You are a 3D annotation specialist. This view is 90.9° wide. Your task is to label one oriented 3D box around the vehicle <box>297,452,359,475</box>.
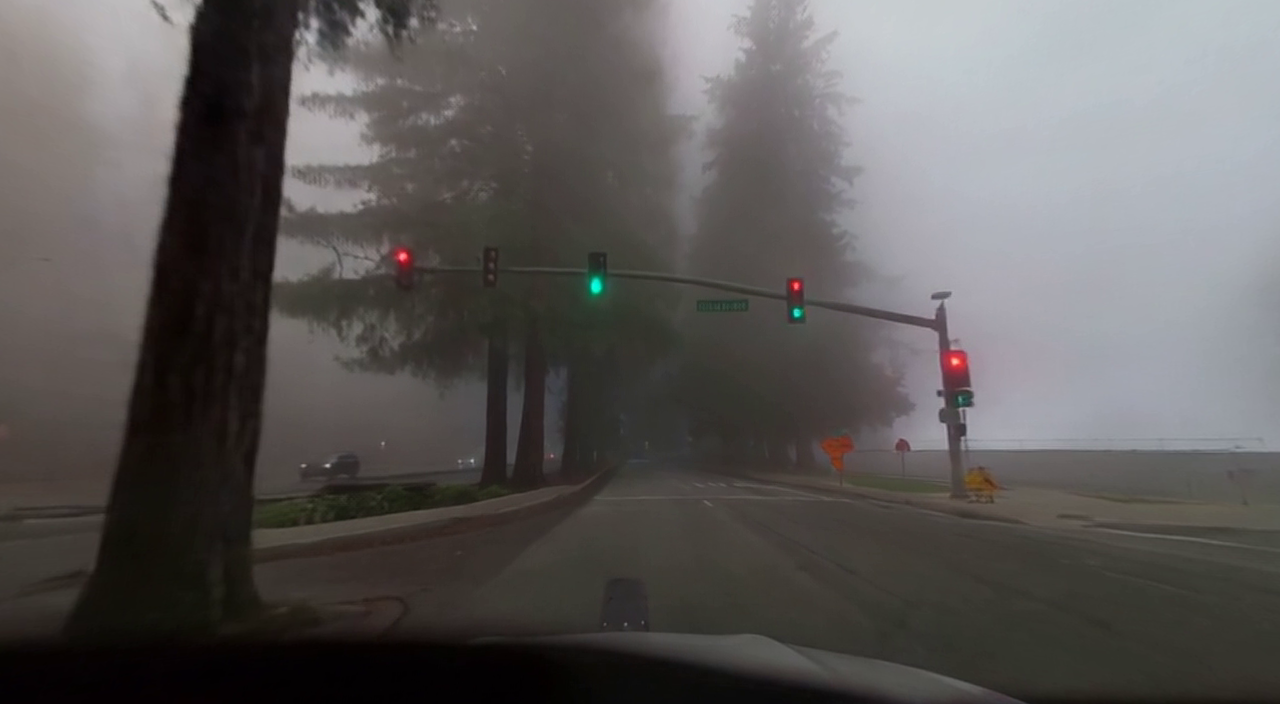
[{"bbox_3d":[-21.925,7.820,44.490,1.885,1.479,4.675,0,-8,1],"label":"vehicle"}]
